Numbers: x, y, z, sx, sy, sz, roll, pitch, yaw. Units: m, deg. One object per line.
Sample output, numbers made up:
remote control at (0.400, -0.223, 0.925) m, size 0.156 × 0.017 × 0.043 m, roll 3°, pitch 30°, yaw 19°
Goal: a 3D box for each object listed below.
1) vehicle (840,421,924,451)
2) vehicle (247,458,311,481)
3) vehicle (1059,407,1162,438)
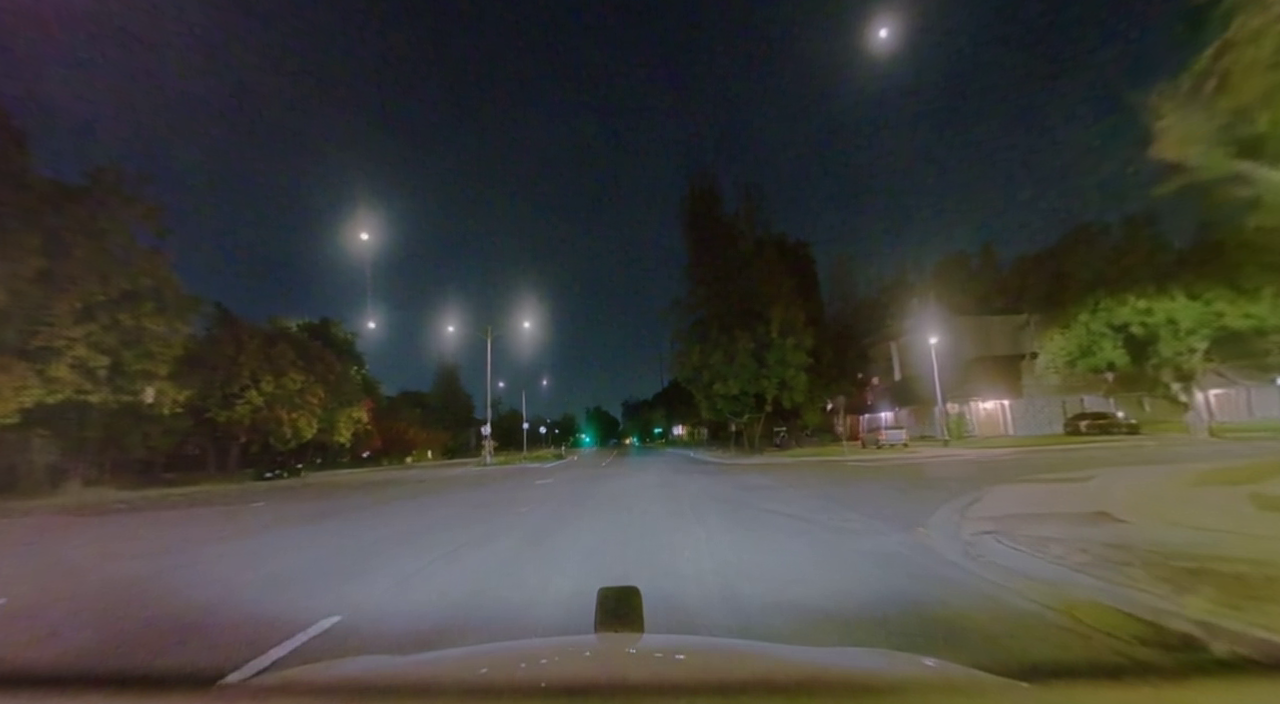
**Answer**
vehicle at (15.076, 5.264, 39.461) m, size 4.268 × 1.589 × 2.156 m, roll -2°, pitch -9°, yaw -6°
vehicle at (-26.038, 8.504, 45.797) m, size 1.828 × 1.448 × 4.689 m, roll -1°, pitch -8°, yaw 1°
vehicle at (29.990, 4.523, 40.352) m, size 4.934 × 1.910 × 2.165 m, roll 0°, pitch -7°, yaw -3°
